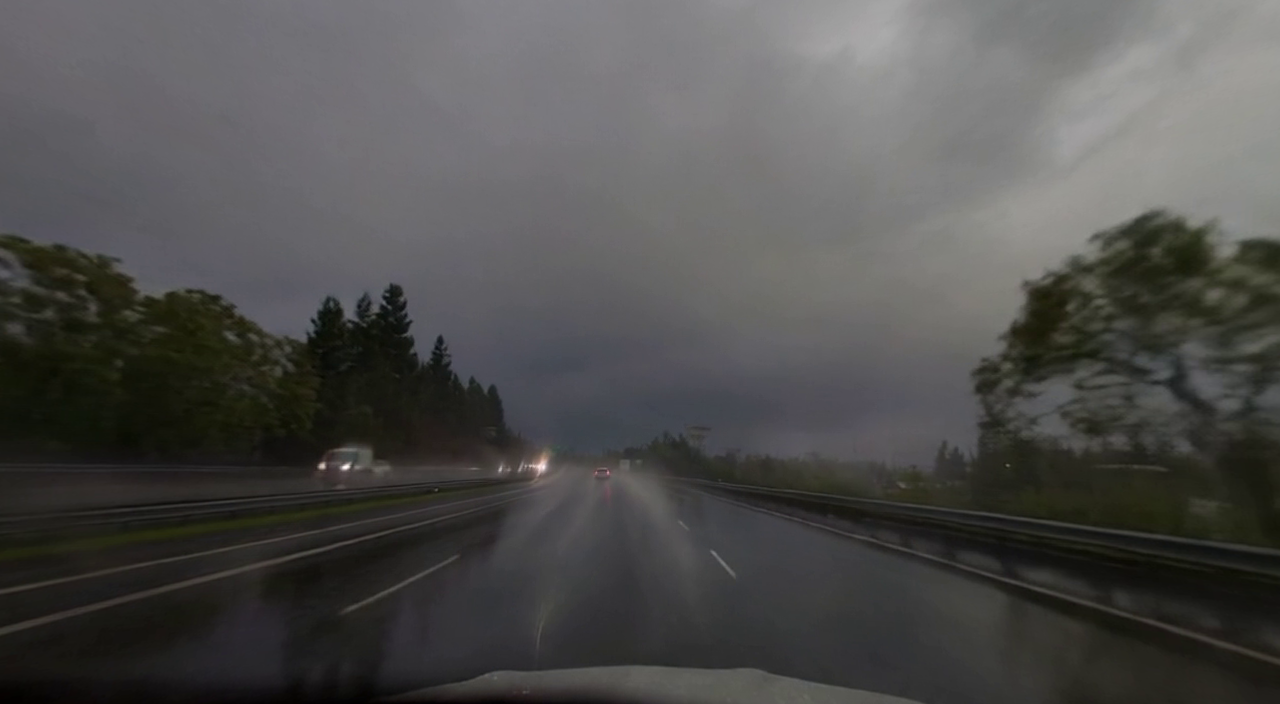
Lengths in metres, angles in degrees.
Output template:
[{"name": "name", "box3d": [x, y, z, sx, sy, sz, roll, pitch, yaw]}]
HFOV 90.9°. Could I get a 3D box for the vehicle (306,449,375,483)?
[{"name": "vehicle", "box3d": [-18.165, 6.975, 38.453, 2.018, 1.931, 4.588, 1, -11, -2]}]
